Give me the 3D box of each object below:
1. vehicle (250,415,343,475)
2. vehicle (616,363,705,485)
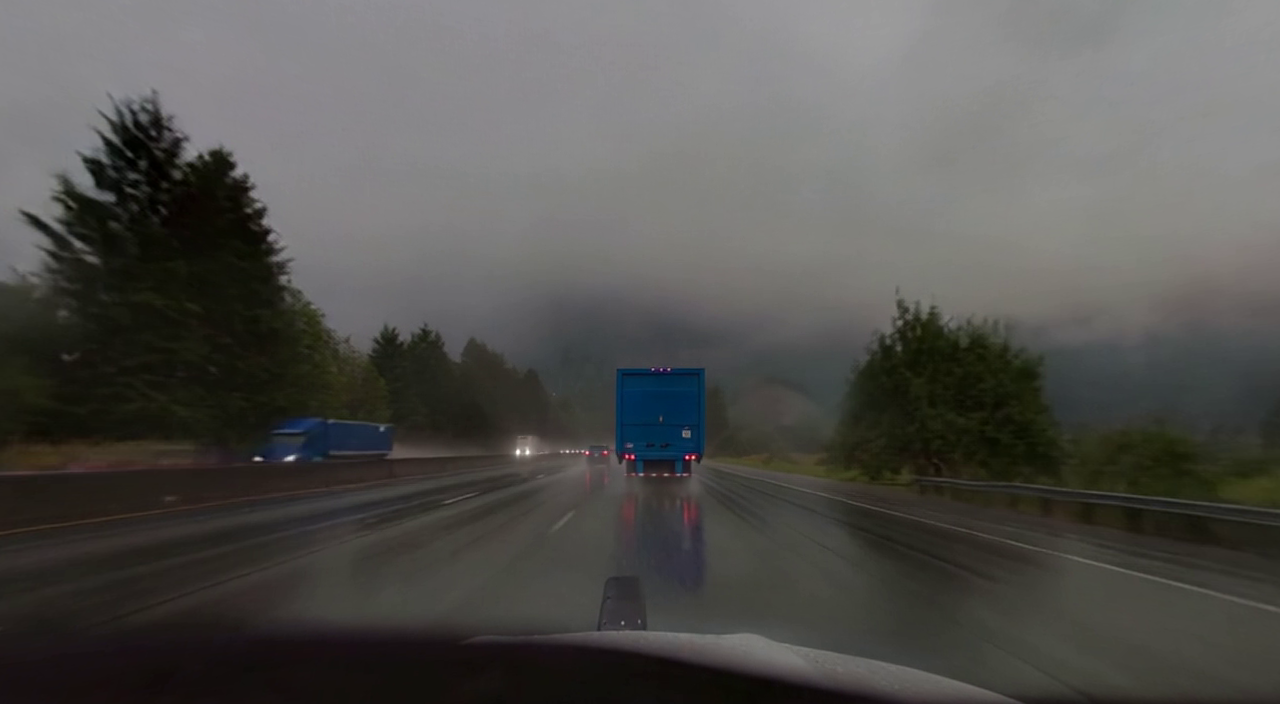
[{"bbox_3d":[-24.126,6.584,44.671,3.130,3.940,5.958,0,-9,0],"label":"vehicle"},{"bbox_3d":[0.610,3.119,25.713,2.898,3.973,10.063,0,-9,-1],"label":"vehicle"}]
